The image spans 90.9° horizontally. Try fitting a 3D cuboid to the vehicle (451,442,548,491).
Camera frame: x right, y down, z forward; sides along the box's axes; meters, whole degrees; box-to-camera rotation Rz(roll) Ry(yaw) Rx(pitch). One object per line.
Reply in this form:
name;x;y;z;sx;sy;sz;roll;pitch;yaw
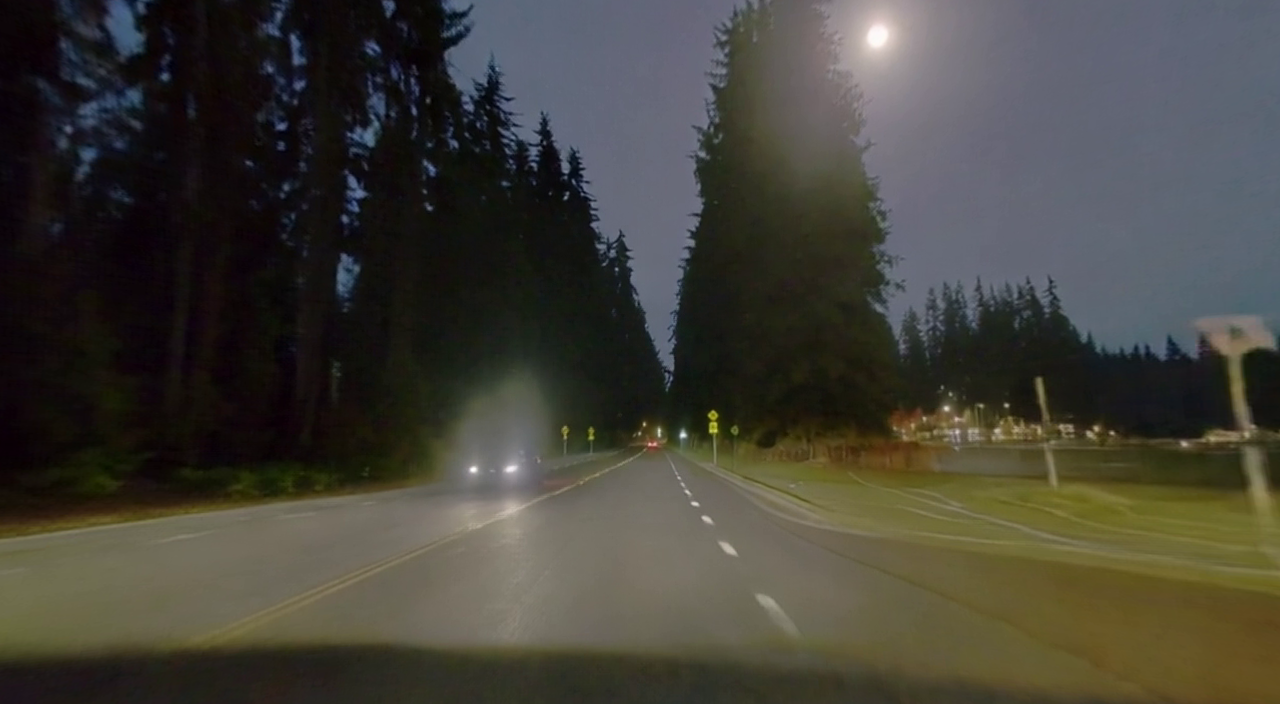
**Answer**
vehicle;-4.310;3.553;20.015;1.923;1.366;3.965;-1;-8;4
